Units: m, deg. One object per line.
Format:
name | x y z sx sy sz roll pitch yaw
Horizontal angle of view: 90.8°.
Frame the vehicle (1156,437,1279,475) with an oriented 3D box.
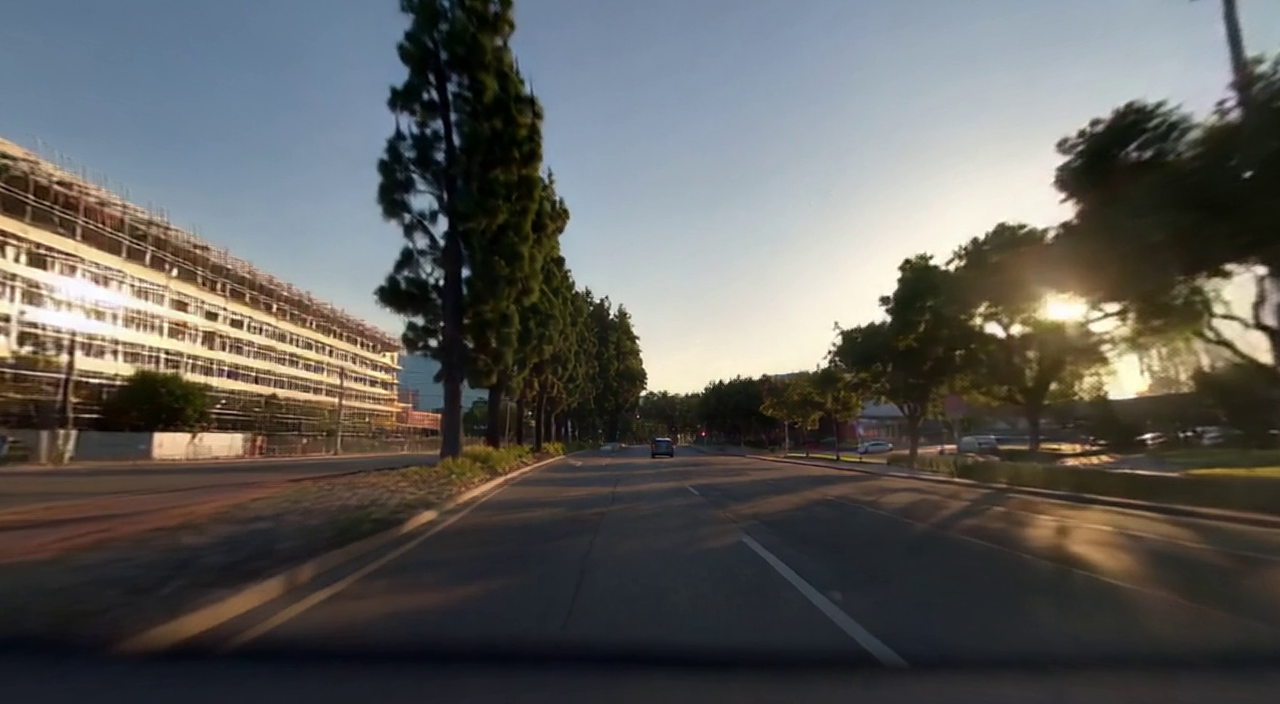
vehicle | 32.993 5.780 35.721 2.283 1.875 6.308 -1 -8 0
